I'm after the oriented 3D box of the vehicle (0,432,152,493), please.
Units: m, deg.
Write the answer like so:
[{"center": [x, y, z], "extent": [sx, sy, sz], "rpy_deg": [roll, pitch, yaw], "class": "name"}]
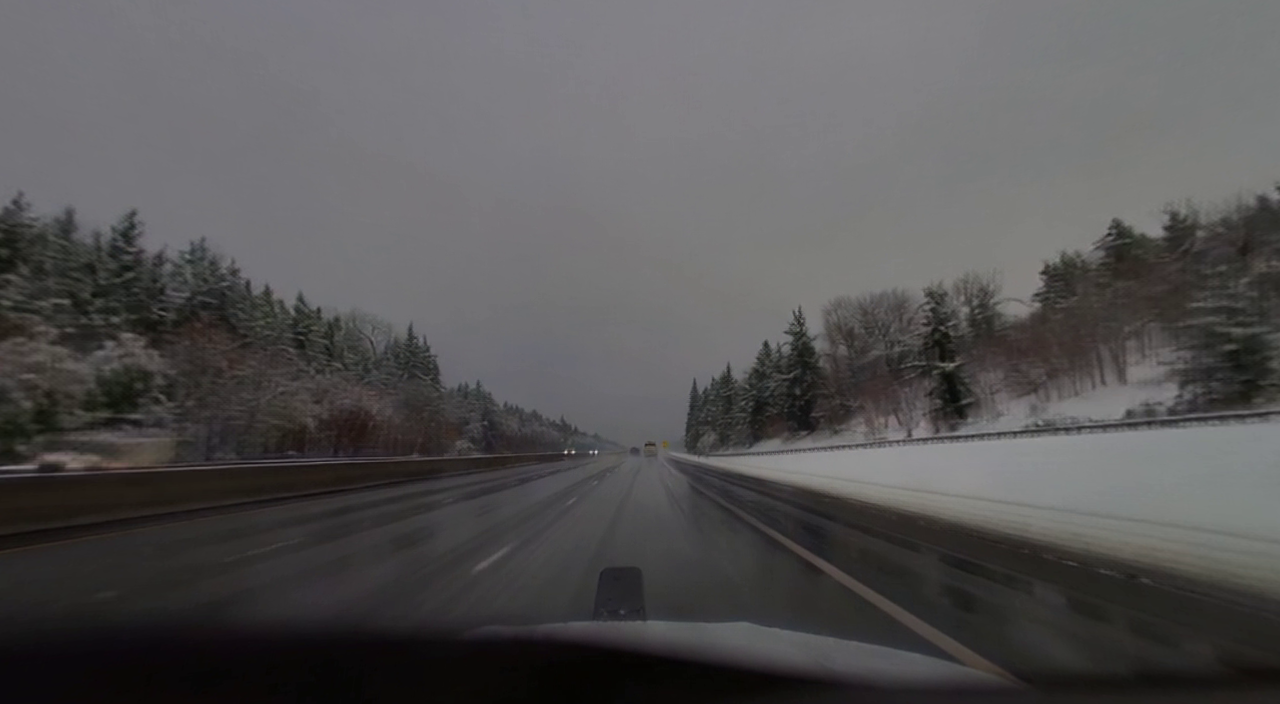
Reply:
[{"center": [-20.513, 3.883, 22.436], "extent": [2.098, 1.880, 5.117], "rpy_deg": [0, -9, 1], "class": "vehicle"}]
